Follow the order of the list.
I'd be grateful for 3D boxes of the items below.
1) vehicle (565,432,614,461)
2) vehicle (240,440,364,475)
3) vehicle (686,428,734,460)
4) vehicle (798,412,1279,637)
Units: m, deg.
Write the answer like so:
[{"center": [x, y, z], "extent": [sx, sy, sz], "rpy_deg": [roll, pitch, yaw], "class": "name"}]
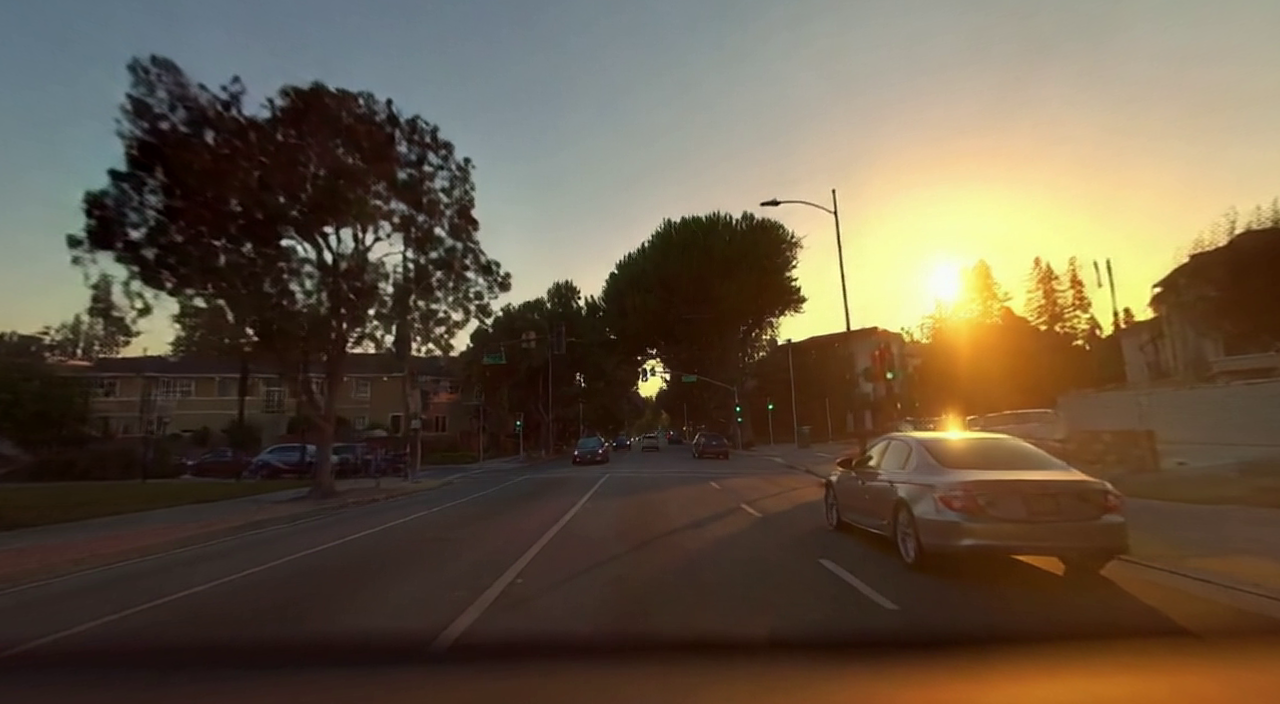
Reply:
[{"center": [-3.014, 5.833, 38.899], "extent": [2.519, 1.689, 5.200], "rpy_deg": [0, -8, 1], "class": "vehicle"}, {"center": [-17.841, 5.569, 33.435], "extent": [5.361, 1.767, 2.179], "rpy_deg": [-1, -8, 6], "class": "vehicle"}, {"center": [3.707, 5.012, 34.280], "extent": [2.035, 1.564, 4.719], "rpy_deg": [0, -8, -1], "class": "vehicle"}, {"center": [3.355, 1.501, 6.660], "extent": [2.072, 1.471, 4.834], "rpy_deg": [0, -8, 0], "class": "vehicle"}]
